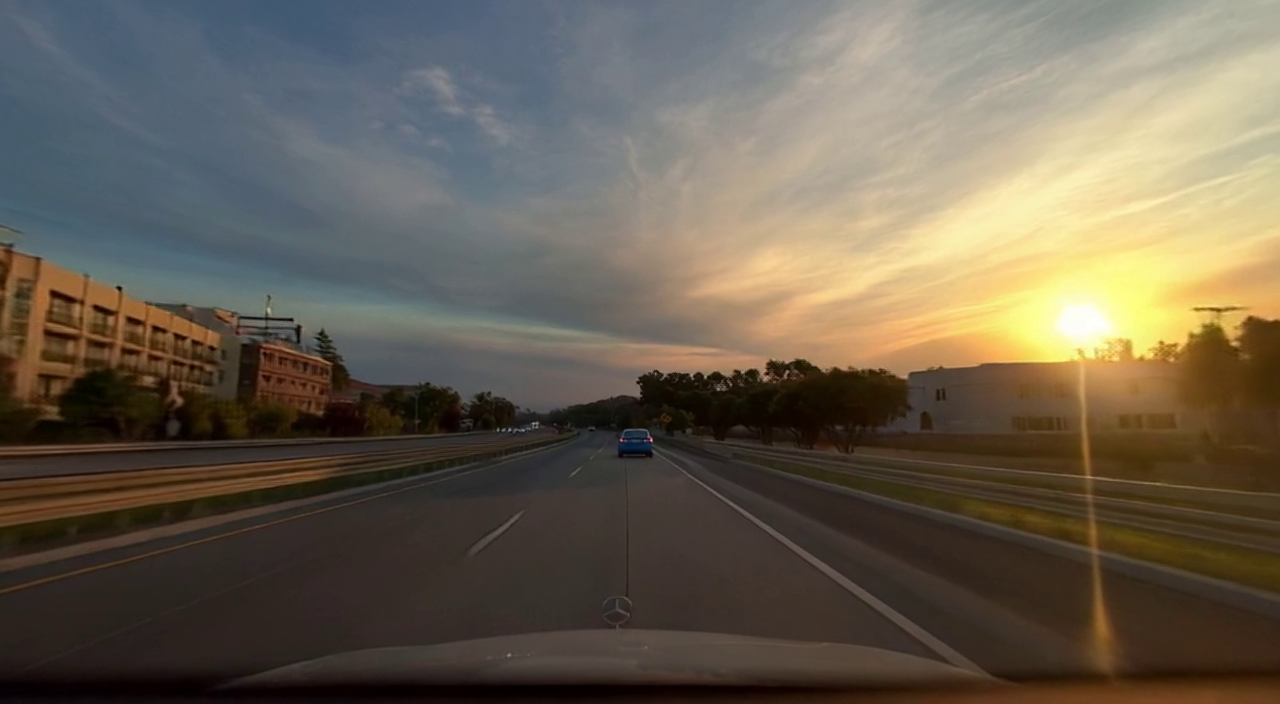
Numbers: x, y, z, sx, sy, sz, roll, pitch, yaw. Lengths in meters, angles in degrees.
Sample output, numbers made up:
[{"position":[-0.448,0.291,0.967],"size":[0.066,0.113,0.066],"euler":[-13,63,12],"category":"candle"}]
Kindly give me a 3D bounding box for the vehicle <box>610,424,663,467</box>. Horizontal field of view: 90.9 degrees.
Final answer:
[{"position":[-0.171,3.826,26.051],"size":[2.020,1.633,3.942],"euler":[0,-8,-1],"category":"vehicle"}]
